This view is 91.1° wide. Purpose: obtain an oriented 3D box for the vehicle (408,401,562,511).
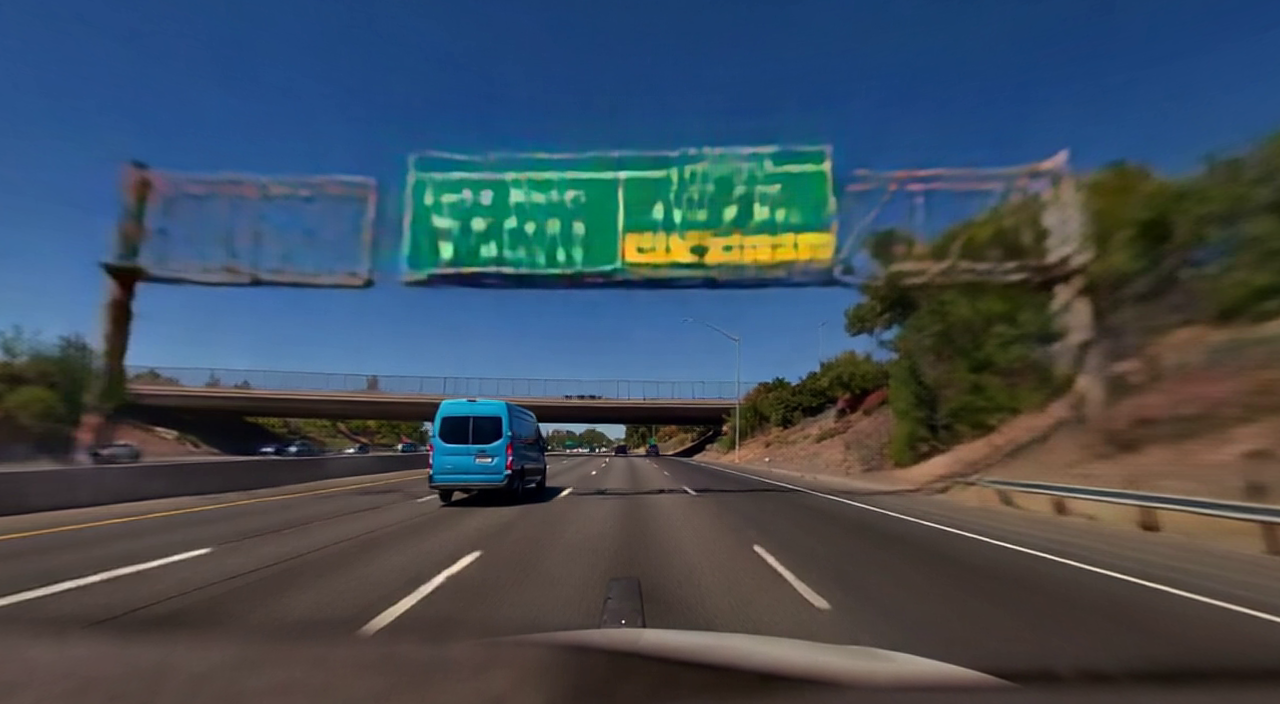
[{"bbox_3d":[-3.517,2.536,15.618,2.372,2.248,5.393,0,-9,1],"label":"vehicle"}]
